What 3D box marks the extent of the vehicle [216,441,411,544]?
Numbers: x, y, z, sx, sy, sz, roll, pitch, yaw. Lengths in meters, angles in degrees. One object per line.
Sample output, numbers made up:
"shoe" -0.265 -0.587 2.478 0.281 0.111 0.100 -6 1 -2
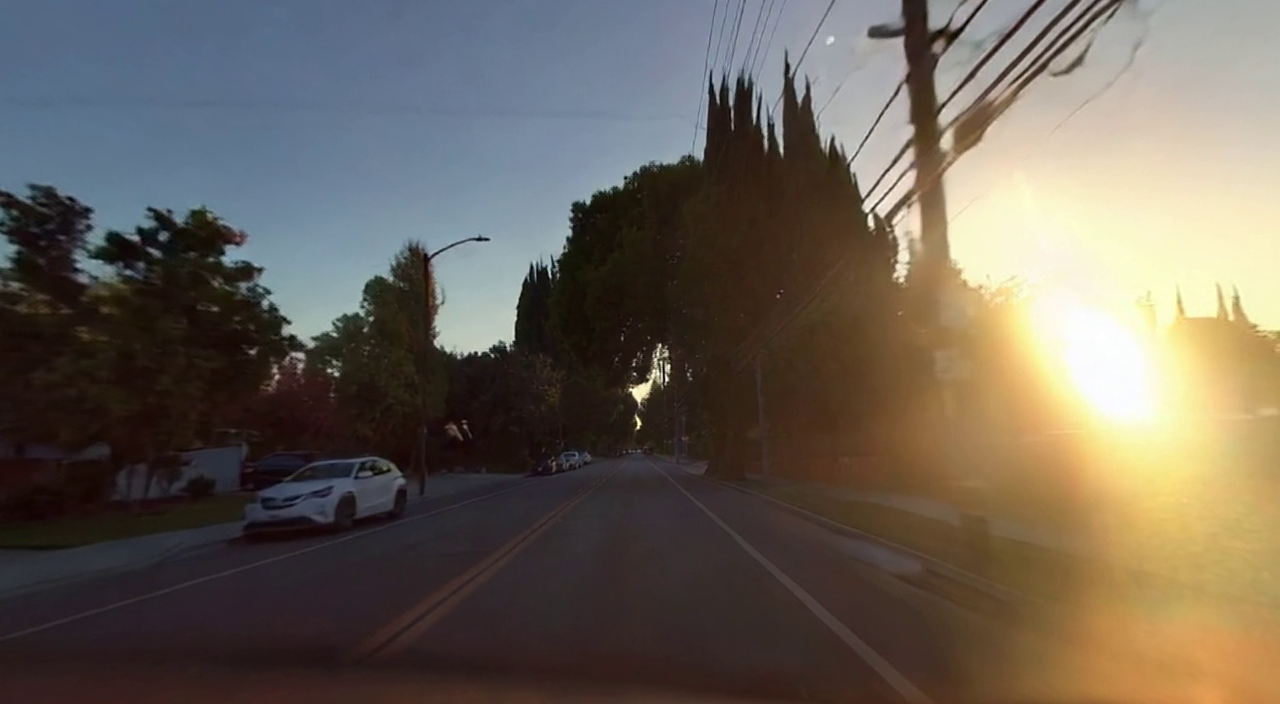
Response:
"vehicle" -6.694 2.922 13.649 1.923 1.687 4.511 -4 -10 -1
